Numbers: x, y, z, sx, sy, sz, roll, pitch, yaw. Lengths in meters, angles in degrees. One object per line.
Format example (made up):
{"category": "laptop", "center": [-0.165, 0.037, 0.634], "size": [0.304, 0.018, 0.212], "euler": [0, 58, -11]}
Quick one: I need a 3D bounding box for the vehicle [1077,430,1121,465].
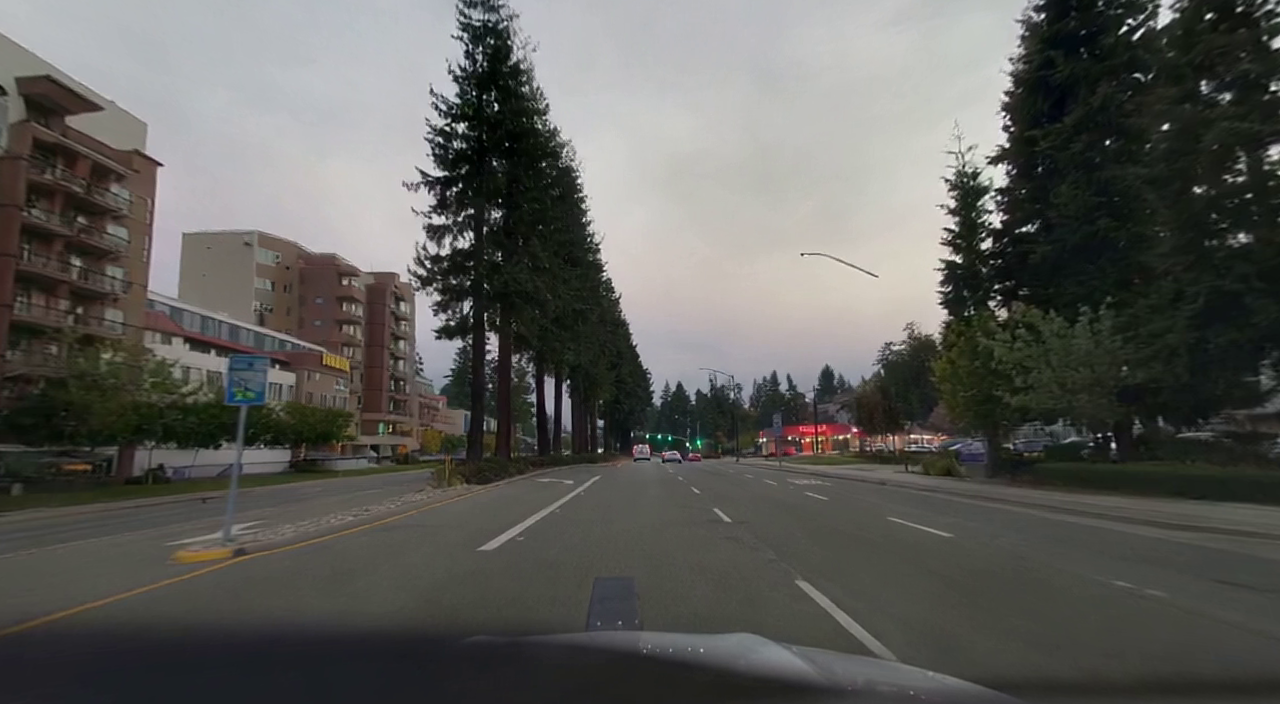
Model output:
{"category": "vehicle", "center": [32.077, 6.668, 44.168], "size": [2.229, 2.281, 5.488], "euler": [-5, -10, 35]}

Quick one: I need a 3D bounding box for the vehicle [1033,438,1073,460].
{"category": "vehicle", "center": [32.160, 7.541, 49.316], "size": [2.133, 1.584, 4.842], "euler": [-4, -9, 28]}

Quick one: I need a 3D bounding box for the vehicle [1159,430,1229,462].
{"category": "vehicle", "center": [38.040, 6.464, 43.548], "size": [2.049, 2.036, 5.107], "euler": [-3, -9, 23]}
